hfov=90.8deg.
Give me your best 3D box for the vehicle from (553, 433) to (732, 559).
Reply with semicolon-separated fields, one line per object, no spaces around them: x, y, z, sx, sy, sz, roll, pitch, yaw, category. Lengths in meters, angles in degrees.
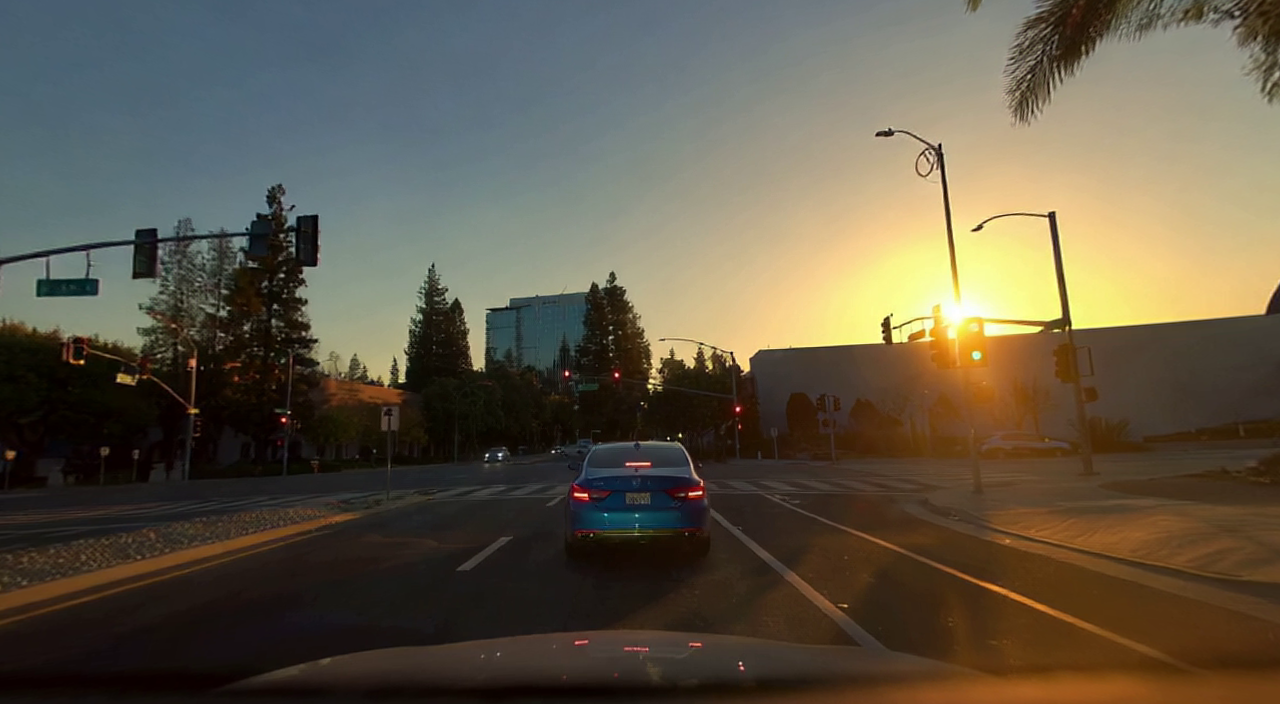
-0.005;1.998;9.500;2.107;1.470;3.974;0;-9;-1;vehicle
